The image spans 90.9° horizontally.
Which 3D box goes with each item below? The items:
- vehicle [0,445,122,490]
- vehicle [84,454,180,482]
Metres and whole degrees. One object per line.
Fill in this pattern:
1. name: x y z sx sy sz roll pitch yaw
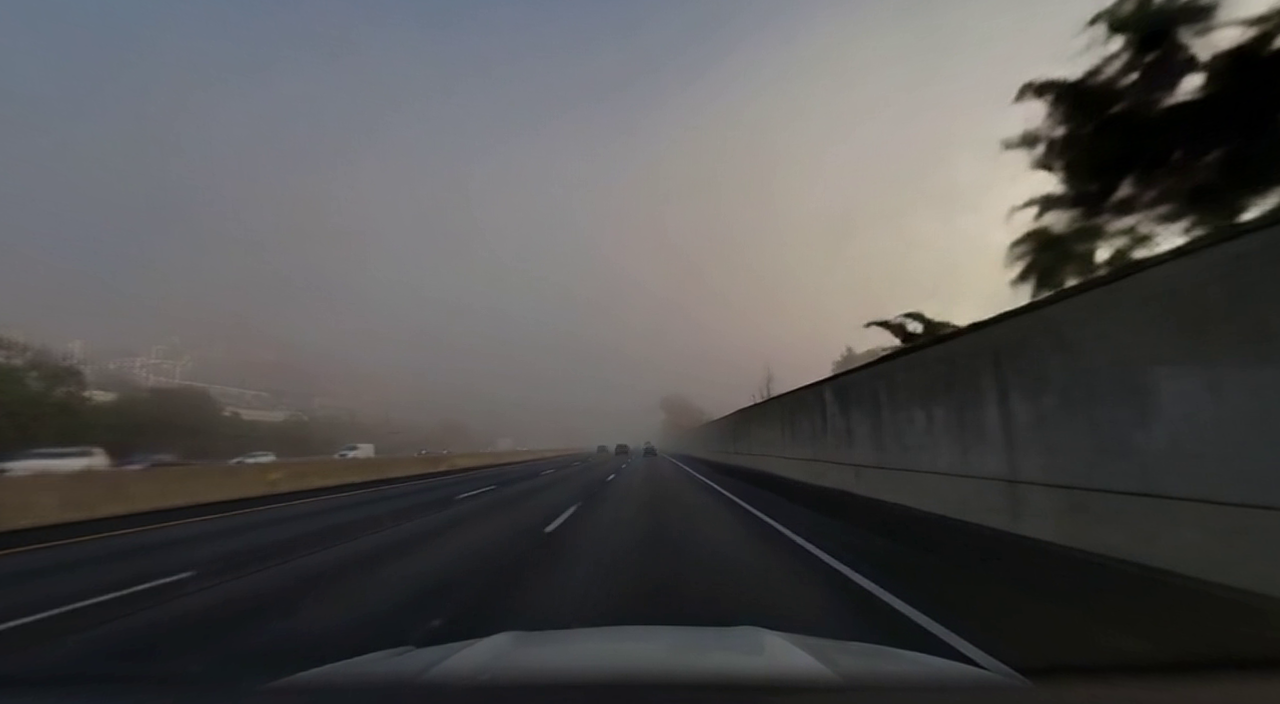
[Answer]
1. vehicle: -27.708 5.343 29.688 2.132 1.908 5.131 -1 -8 1
2. vehicle: -31.603 7.193 39.474 1.866 1.495 4.906 0 -8 1
